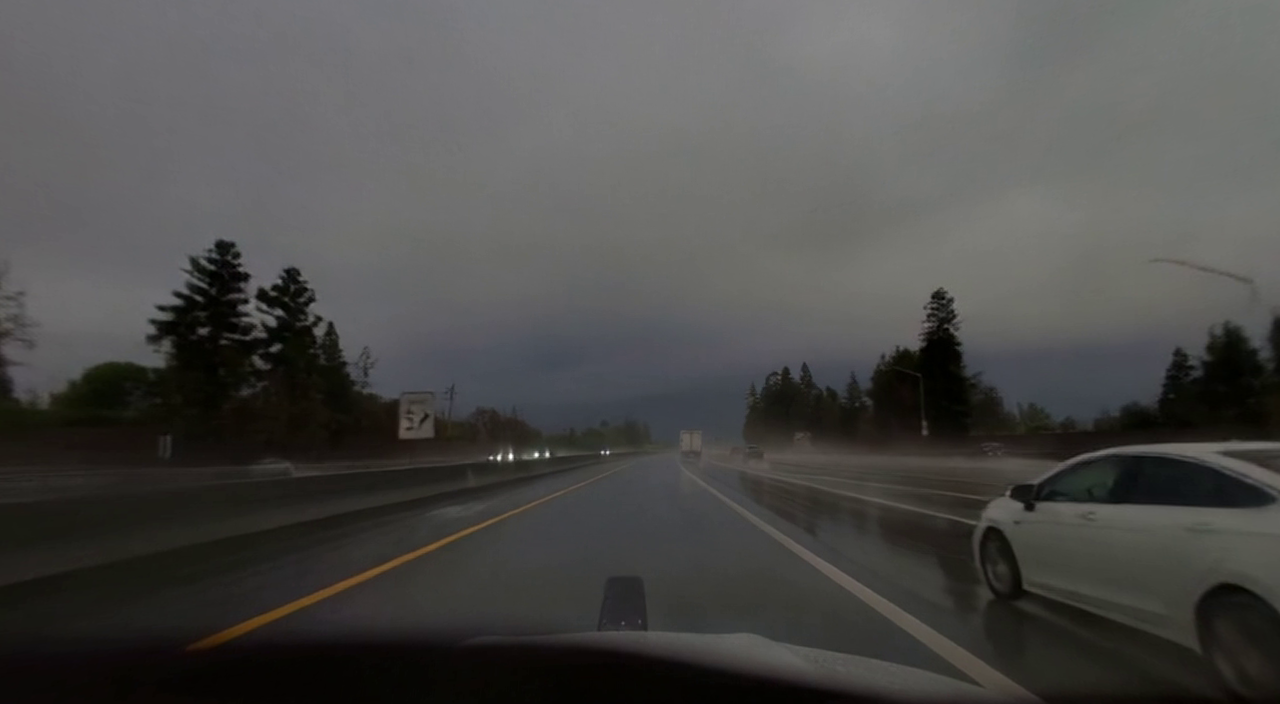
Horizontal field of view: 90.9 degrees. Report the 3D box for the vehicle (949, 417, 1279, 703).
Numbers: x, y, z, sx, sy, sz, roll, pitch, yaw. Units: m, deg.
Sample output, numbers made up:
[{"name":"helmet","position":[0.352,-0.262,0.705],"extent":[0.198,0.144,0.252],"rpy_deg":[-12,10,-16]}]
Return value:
[{"name":"vehicle","position":[3.838,1.159,3.677],"extent":[1.938,1.456,4.204],"rpy_deg":[0,-9,0]}]
